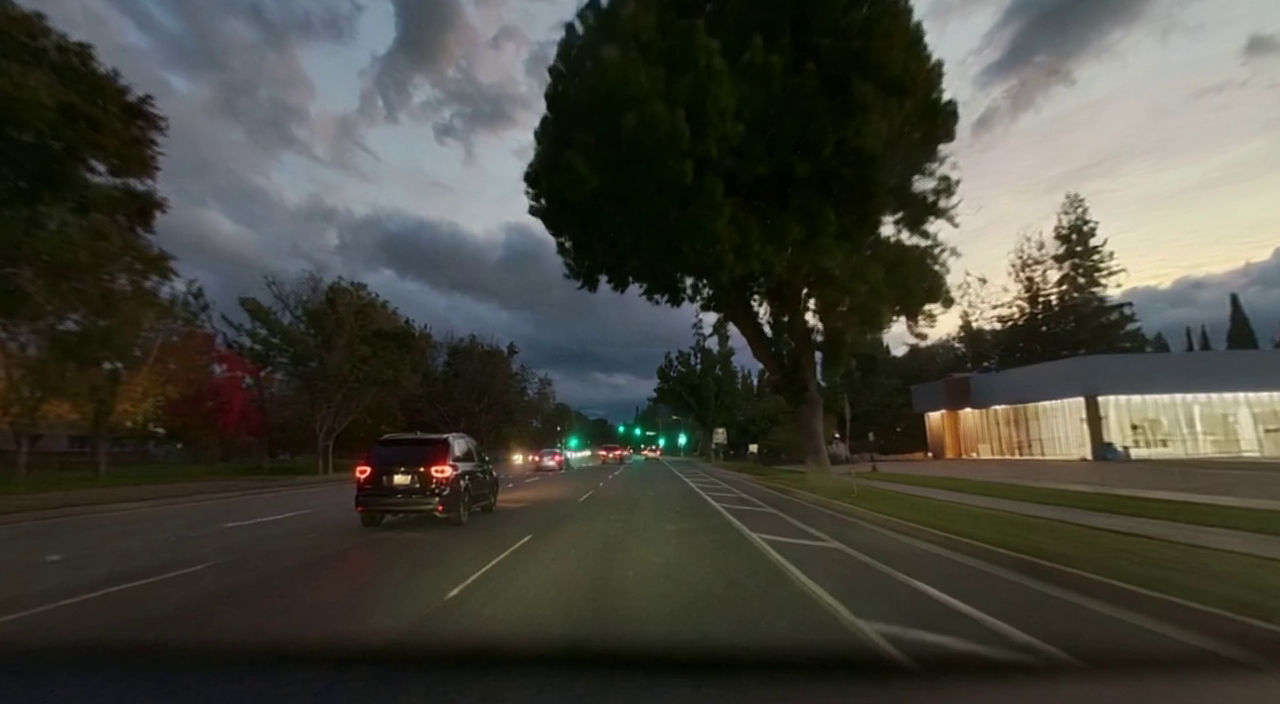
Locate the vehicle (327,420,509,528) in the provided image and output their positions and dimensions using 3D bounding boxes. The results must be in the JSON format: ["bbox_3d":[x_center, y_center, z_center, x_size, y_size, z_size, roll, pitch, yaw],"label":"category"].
[{"bbox_3d":[-4.103,2.334,12.587,2.123,1.761,4.322,0,-9,-1],"label":"vehicle"}]

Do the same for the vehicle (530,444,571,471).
[{"bbox_3d":[-5.929,7.049,42.198,1.985,1.708,4.310,0,-9,2],"label":"vehicle"}]
